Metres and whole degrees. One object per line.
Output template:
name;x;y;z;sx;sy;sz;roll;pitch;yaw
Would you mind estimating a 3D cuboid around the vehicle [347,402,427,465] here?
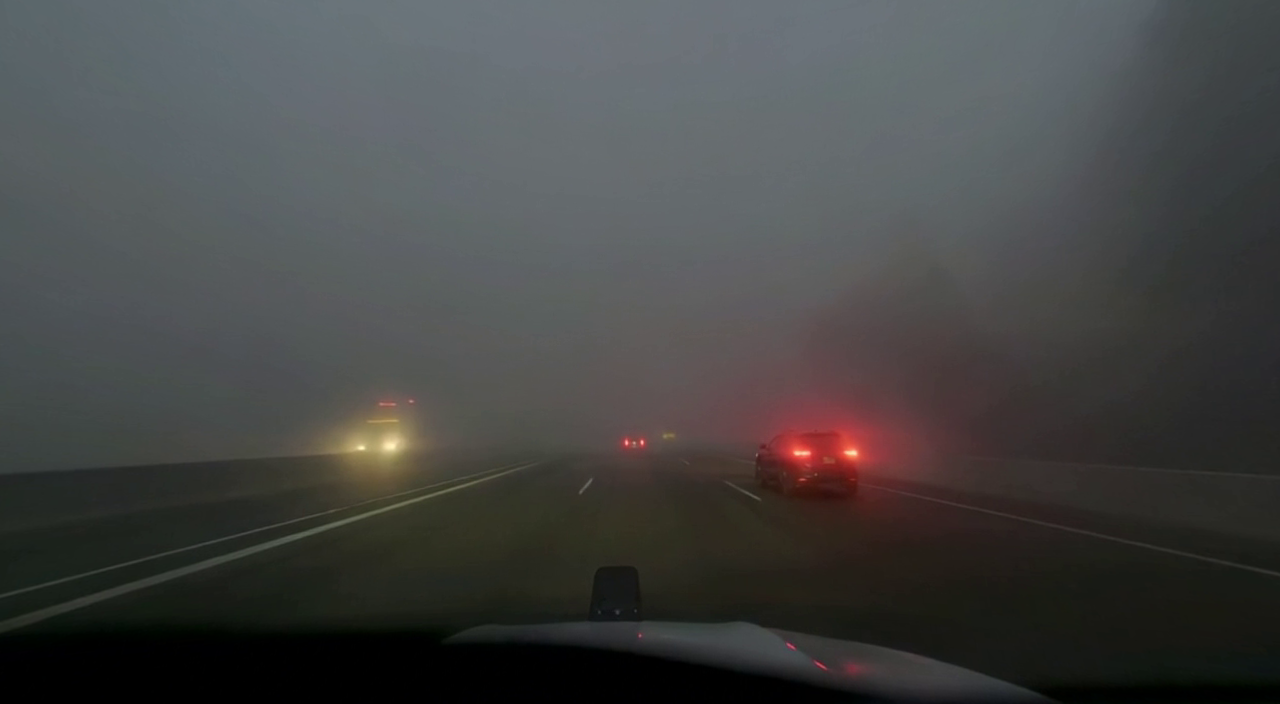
vehicle;-16.851;5.500;42.526;3.027;3.960;5.873;0;-8;-2
